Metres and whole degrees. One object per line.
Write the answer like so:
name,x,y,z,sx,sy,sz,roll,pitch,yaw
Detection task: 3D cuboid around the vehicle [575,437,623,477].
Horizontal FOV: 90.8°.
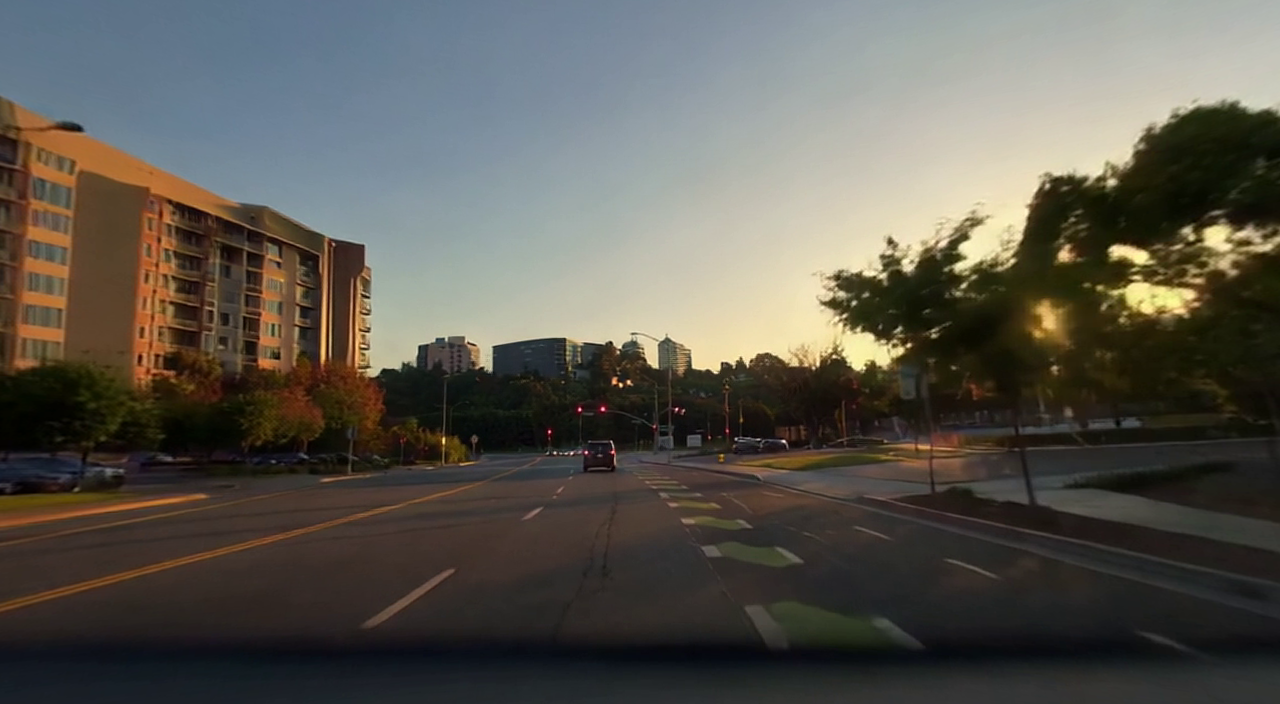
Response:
vehicle,-2.035,5.151,31.371,2.230,1.827,4.298,0,-8,-4

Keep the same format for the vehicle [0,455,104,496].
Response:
vehicle,-25.896,5.198,26.876,1.876,1.503,4.910,0,-8,0
